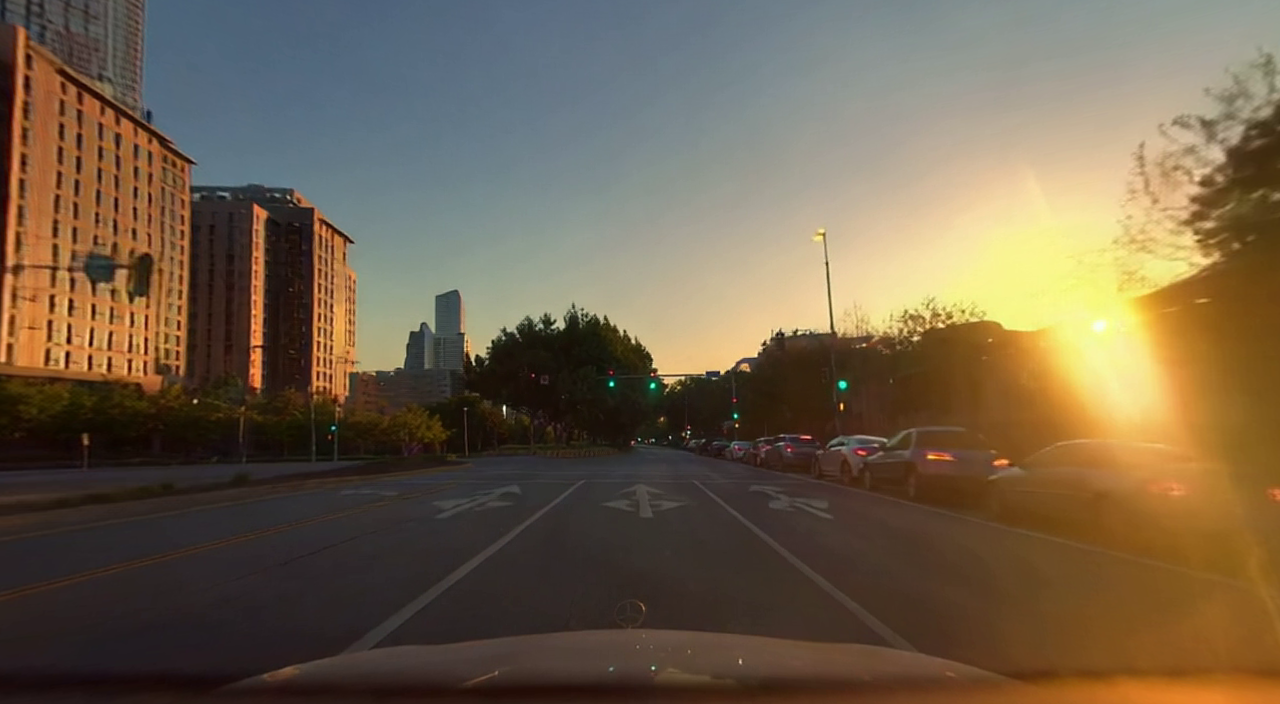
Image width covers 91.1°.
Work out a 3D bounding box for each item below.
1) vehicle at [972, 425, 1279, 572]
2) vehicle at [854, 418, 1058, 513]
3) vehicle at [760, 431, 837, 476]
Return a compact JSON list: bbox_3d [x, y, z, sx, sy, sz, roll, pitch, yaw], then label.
[{"bbox_3d":[6.751,1.841,8.711,1.880,1.483,4.510,0,-9,1],"label":"vehicle"},{"bbox_3d":[6.753,2.494,14.273,1.978,1.728,5.129,0,-9,0],"label":"vehicle"},{"bbox_3d":[6.702,4.341,27.119,1.984,1.751,4.759,0,-9,-1],"label":"vehicle"}]
